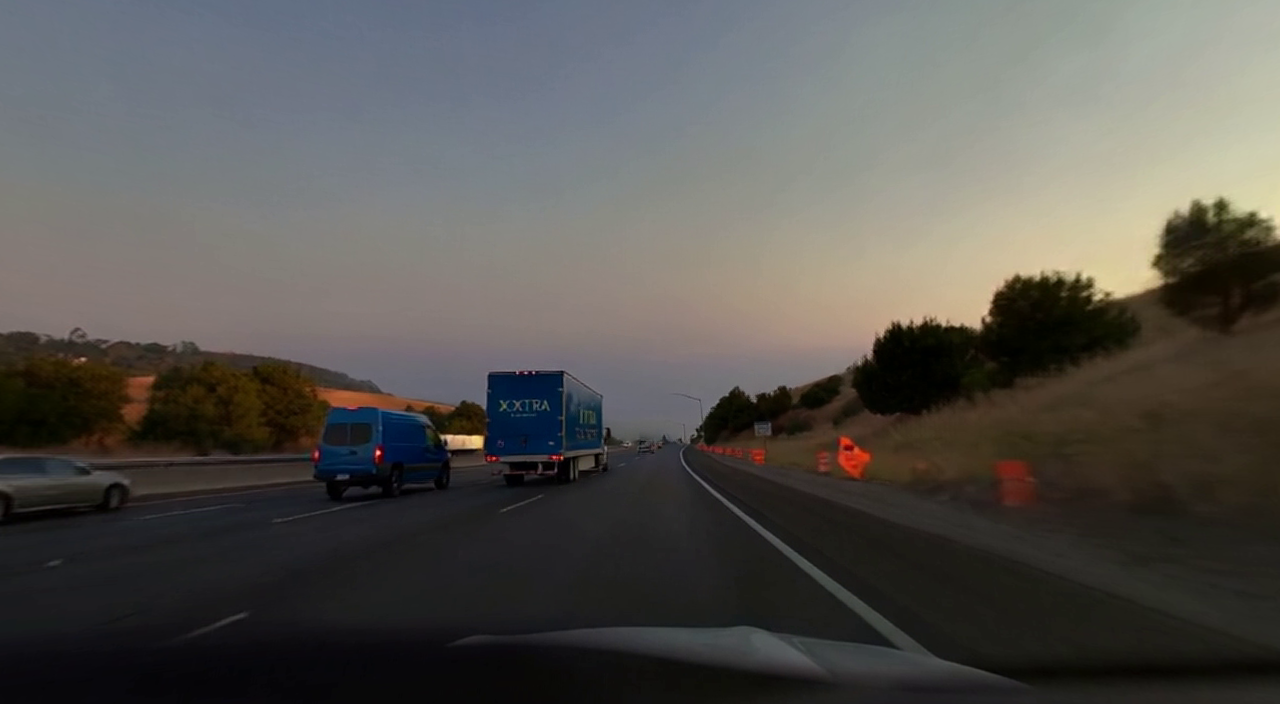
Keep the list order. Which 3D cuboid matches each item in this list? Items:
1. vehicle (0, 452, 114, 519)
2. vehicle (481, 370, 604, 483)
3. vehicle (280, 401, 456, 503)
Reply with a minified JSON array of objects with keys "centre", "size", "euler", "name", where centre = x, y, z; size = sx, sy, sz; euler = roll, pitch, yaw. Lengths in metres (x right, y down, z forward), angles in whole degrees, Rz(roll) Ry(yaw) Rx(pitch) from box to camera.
[{"centre":[-15.501,3.142,14.921],"size":[1.901,1.487,4.622],"euler":[0,-8,3],"name":"vehicle"},{"centre":[-3.778,3.360,27.461],"size":[3.183,4.011,9.617],"euler":[0,-8,4],"name":"vehicle"},{"centre":[-7.930,3.029,19.346],"size":[2.469,2.615,5.874],"euler":[0,-8,3],"name":"vehicle"}]
